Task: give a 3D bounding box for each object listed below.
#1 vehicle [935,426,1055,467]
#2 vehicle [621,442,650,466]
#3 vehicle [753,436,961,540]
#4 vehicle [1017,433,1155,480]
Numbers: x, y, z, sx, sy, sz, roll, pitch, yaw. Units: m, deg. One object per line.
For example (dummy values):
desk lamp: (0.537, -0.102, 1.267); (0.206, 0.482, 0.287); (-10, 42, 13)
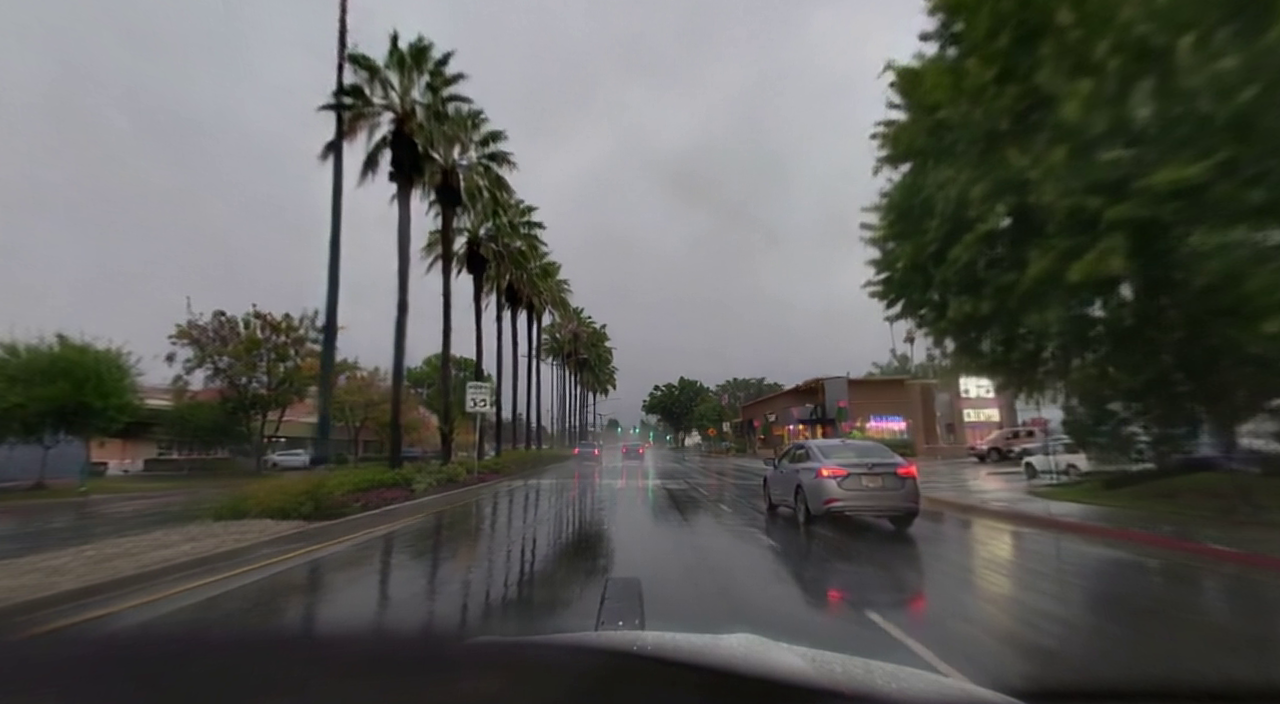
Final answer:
vehicle: (18.329, 4.924, 32.809); (4.719, 1.803, 2.339); (-1, -12, -4)
vehicle: (-0.344, 7.475, 46.322); (2.102, 1.653, 3.698); (0, -9, -1)
vehicle: (3.605, 2.344, 11.622); (2.090, 1.503, 4.566); (0, -9, -2)
vehicle: (15.368, 3.593, 22.039); (1.975, 1.464, 3.651); (-1, -8, -4)
